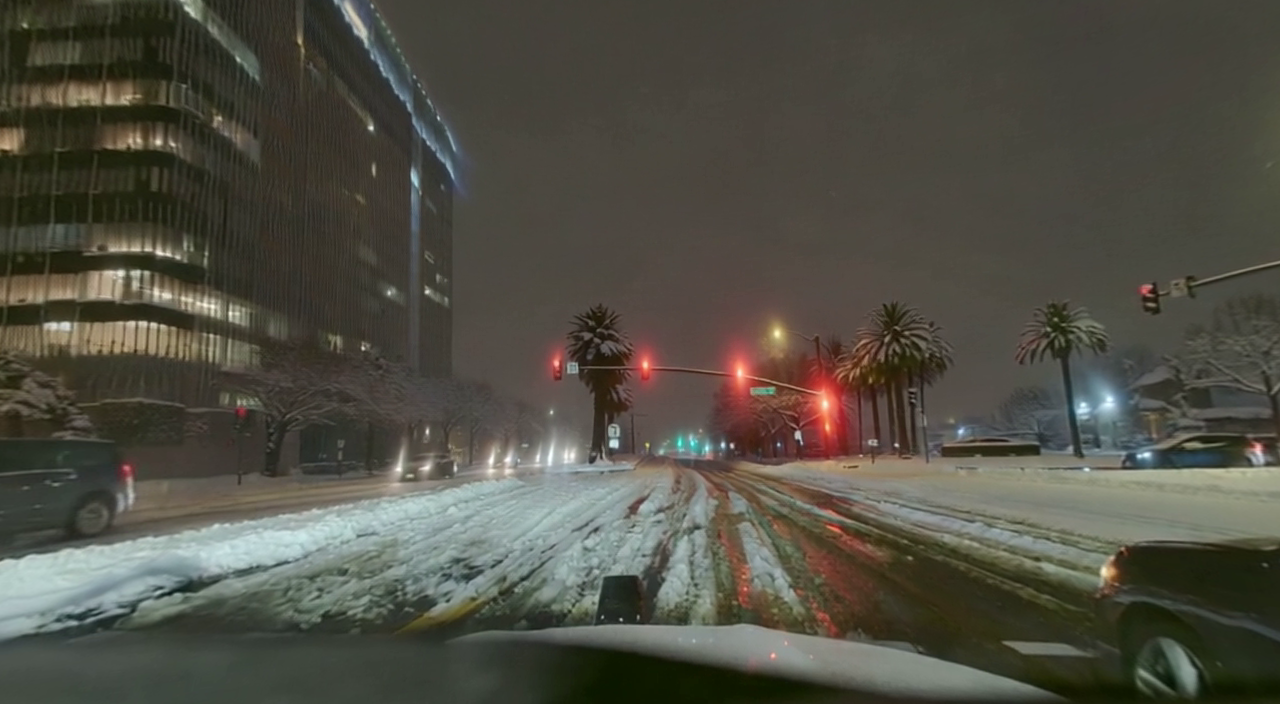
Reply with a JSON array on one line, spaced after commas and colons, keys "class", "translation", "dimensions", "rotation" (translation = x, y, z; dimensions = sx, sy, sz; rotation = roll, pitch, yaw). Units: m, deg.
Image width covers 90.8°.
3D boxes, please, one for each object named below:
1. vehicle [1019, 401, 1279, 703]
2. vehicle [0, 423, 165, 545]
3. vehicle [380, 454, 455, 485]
[{"class": "vehicle", "translation": [3.240, 0.736, 1.042], "dimensions": [2.106, 1.472, 4.854], "rotation": [0, -9, -2]}, {"class": "vehicle", "translation": [-12.468, 2.389, 11.497], "dimensions": [2.614, 2.104, 6.364], "rotation": [-1, -9, 1]}, {"class": "vehicle", "translation": [-11.894, 6.294, 34.164], "dimensions": [2.145, 1.504, 4.857], "rotation": [-1, -9, 2]}]
